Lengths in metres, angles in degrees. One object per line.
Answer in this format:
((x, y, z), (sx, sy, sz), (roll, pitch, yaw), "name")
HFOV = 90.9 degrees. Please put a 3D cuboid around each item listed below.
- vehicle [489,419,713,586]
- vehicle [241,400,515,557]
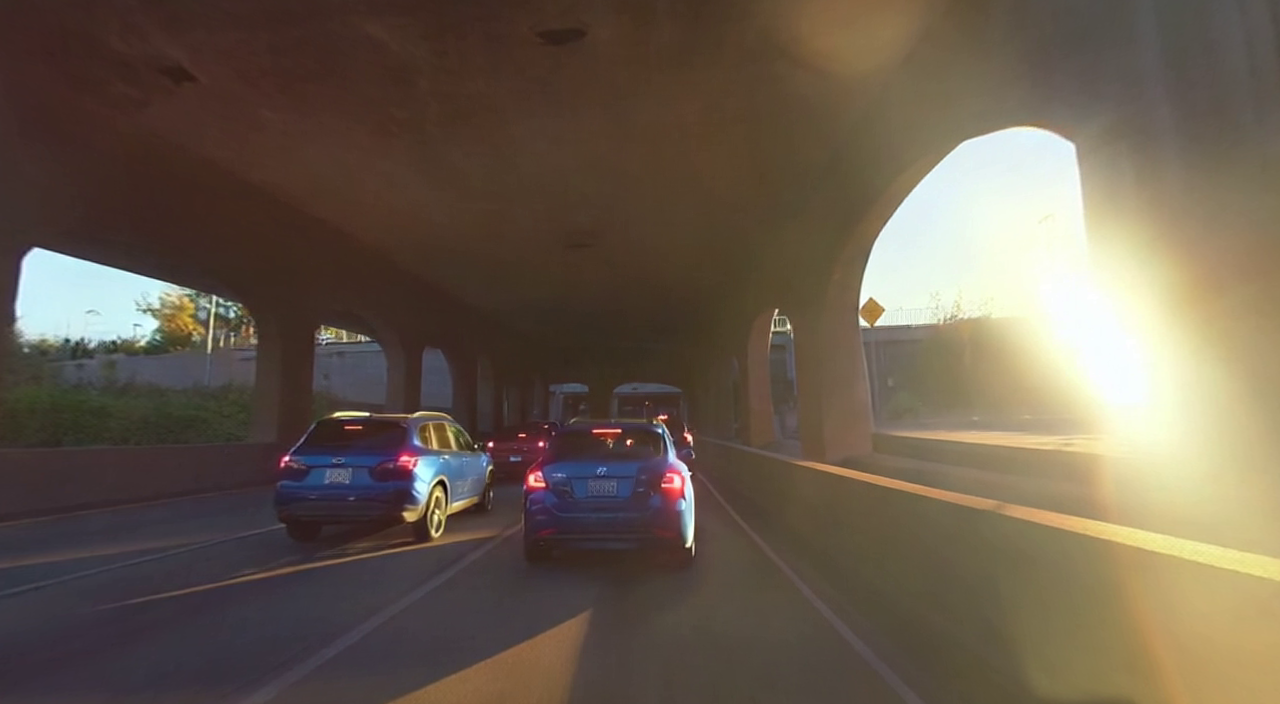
((-0.267, 1.661, 7.789), (2.020, 1.478, 4.092), (-1, -8, 3), "vehicle")
((-3.438, 1.776, 9.489), (2.017, 1.761, 4.572), (-1, -8, 2), "vehicle")
